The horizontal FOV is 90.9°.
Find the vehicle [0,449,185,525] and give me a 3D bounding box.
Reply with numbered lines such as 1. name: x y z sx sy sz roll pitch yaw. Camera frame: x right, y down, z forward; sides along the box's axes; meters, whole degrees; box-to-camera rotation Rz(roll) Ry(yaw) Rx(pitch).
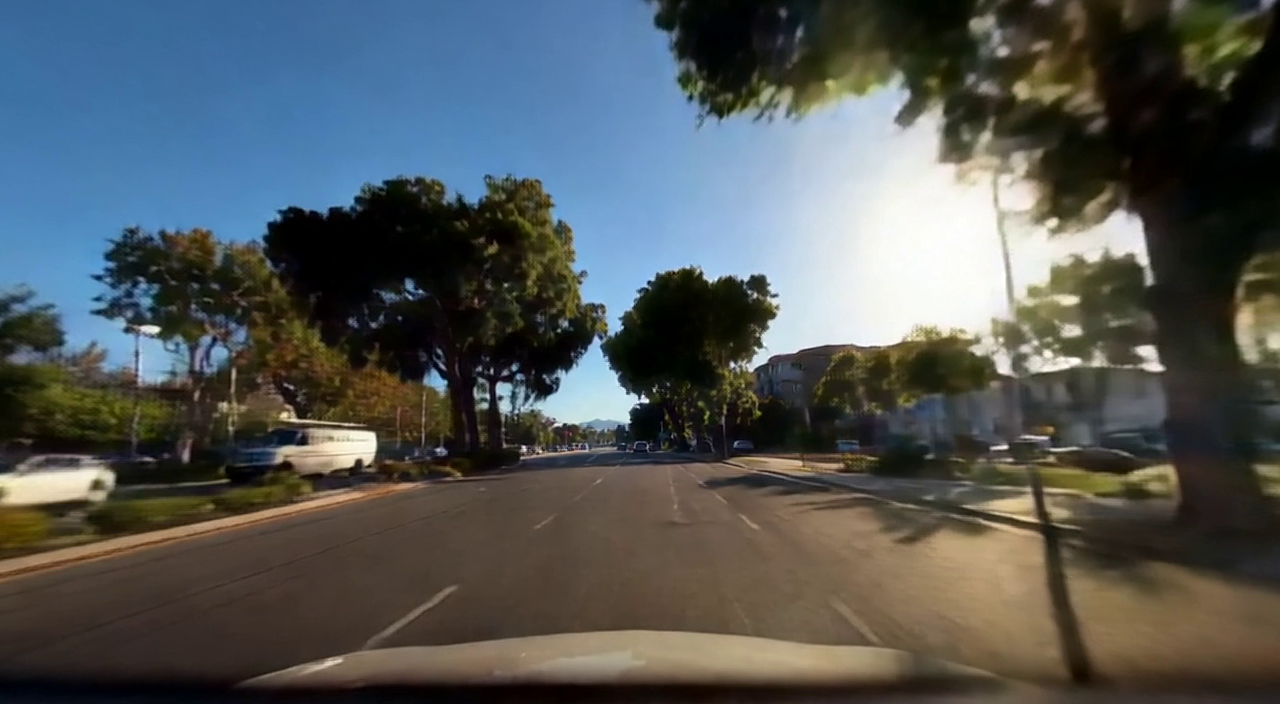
1. vehicle: -13.827 3.148 15.374 1.914 1.496 4.742 0 -8 0

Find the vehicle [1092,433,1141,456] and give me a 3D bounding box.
1. vehicle: 32.803 6.373 43.485 1.826 1.478 4.336 -4 -9 26

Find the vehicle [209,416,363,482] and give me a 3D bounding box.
1. vehicle: -20.965 5.900 38.594 3.141 3.464 11.209 0 -8 -1

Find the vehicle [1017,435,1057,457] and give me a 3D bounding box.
1. vehicle: 27.143 6.433 43.192 2.002 1.460 4.533 -5 -9 29

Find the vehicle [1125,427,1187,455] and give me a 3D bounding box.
1. vehicle: 35.690 6.191 43.719 2.129 1.846 4.542 -4 -9 24

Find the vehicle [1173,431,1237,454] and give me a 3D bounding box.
1. vehicle: 38.211 6.152 42.739 1.894 1.462 4.345 -4 -9 24

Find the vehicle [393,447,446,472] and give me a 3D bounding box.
1. vehicle: -14.119 6.892 40.615 1.830 1.474 4.623 0 -8 -2

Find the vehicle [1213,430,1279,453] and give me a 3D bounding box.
1. vehicle: 41.725 6.202 43.414 1.895 1.496 3.889 -3 -9 20
